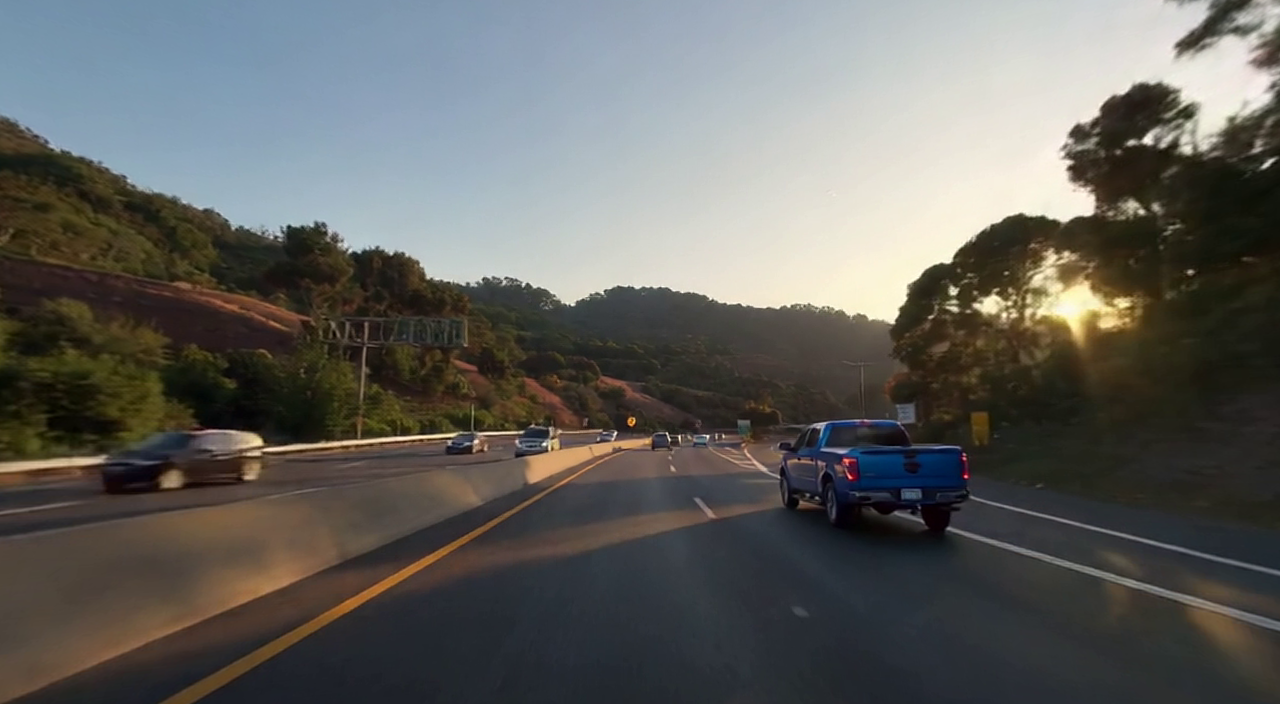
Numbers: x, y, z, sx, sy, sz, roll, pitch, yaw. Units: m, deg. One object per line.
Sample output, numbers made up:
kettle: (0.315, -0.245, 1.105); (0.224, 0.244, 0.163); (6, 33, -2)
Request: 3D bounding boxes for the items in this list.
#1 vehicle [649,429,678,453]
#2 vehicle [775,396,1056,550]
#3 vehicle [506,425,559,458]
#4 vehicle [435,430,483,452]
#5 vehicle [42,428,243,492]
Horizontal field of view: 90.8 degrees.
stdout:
vehicle: (1.833, 6.910, 49.263); (2.186, 1.782, 4.100); (0, -8, 3)
vehicle: (3.641, 1.708, 9.603); (2.151, 1.744, 4.709); (0, -8, 0)
vehicle: (-6.194, 5.252, 37.061); (2.104, 1.790, 4.792); (0, -8, 2)
vehicle: (-12.787, 6.316, 44.923); (1.952, 1.469, 4.769); (0, -8, 1)
vehicle: (-13.704, 2.967, 17.912); (1.890, 1.538, 4.795); (-1, -8, -1)
